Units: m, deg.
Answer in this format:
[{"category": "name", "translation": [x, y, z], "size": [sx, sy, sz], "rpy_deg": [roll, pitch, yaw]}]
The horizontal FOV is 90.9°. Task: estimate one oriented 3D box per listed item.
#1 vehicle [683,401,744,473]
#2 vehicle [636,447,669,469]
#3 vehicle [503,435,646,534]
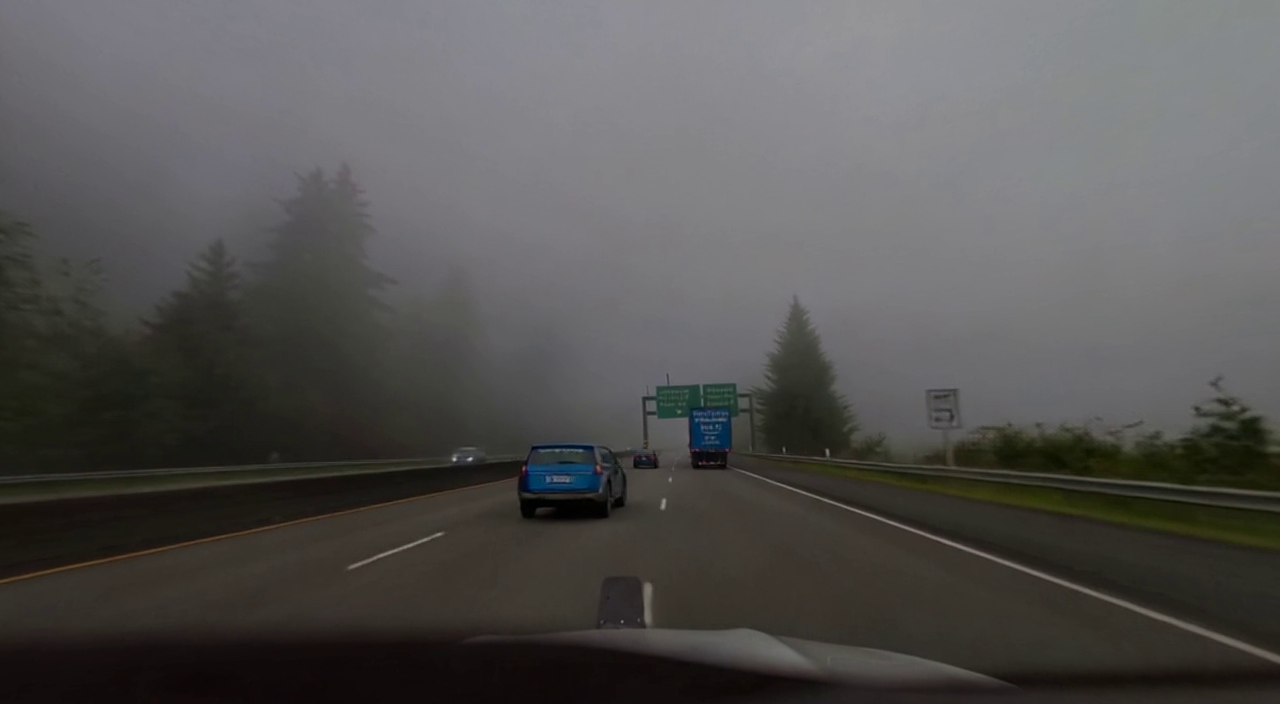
[{"category": "vehicle", "translation": [4.629, 5.905, 42.611], "size": [2.960, 4.018, 13.834], "rpy_deg": [0, -9, 2]}, {"category": "vehicle", "translation": [0.915, 7.317, 43.499], "size": [2.045, 1.430, 3.951], "rpy_deg": [-1, -9, 4]}, {"category": "vehicle", "translation": [-1.020, 2.459, 12.305], "size": [2.039, 1.532, 4.610], "rpy_deg": [-1, -9, 3]}]
